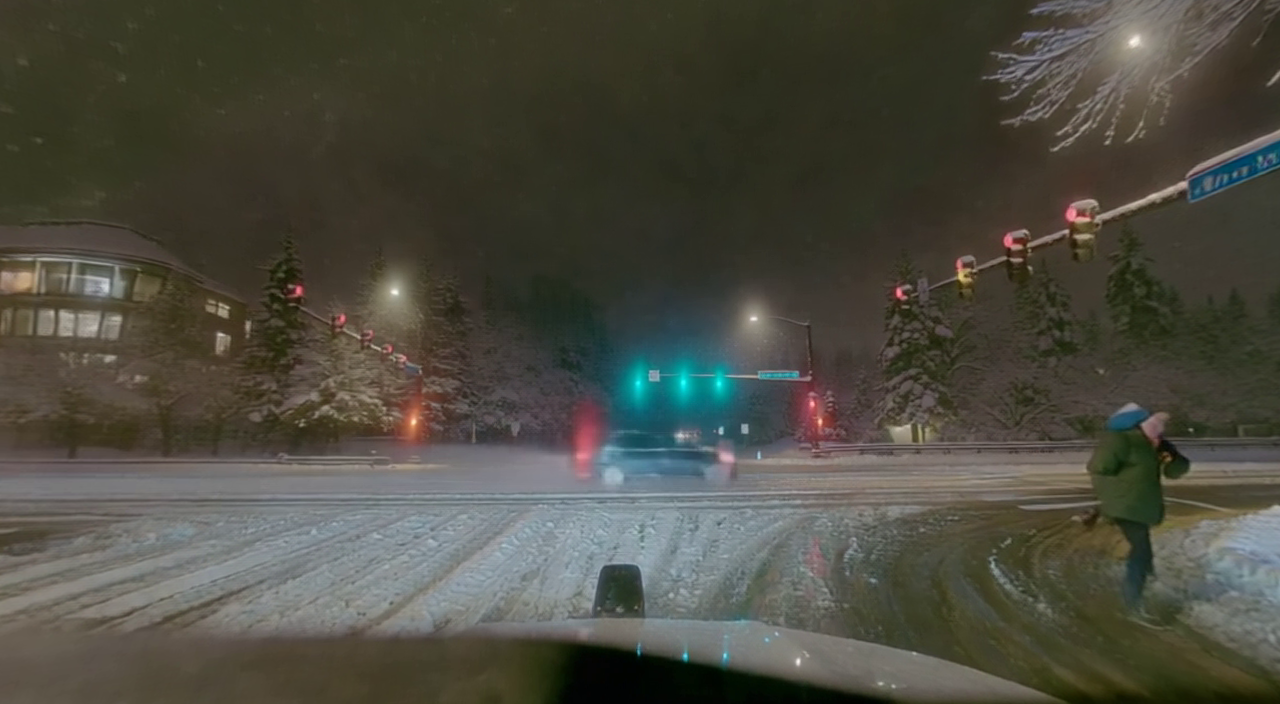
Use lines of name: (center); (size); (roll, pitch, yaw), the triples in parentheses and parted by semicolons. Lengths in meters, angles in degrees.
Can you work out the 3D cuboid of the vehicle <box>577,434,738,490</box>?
vehicle: (0.499, 3.230, 18.709); (4.502, 1.512, 1.917); (0, -9, 0)
